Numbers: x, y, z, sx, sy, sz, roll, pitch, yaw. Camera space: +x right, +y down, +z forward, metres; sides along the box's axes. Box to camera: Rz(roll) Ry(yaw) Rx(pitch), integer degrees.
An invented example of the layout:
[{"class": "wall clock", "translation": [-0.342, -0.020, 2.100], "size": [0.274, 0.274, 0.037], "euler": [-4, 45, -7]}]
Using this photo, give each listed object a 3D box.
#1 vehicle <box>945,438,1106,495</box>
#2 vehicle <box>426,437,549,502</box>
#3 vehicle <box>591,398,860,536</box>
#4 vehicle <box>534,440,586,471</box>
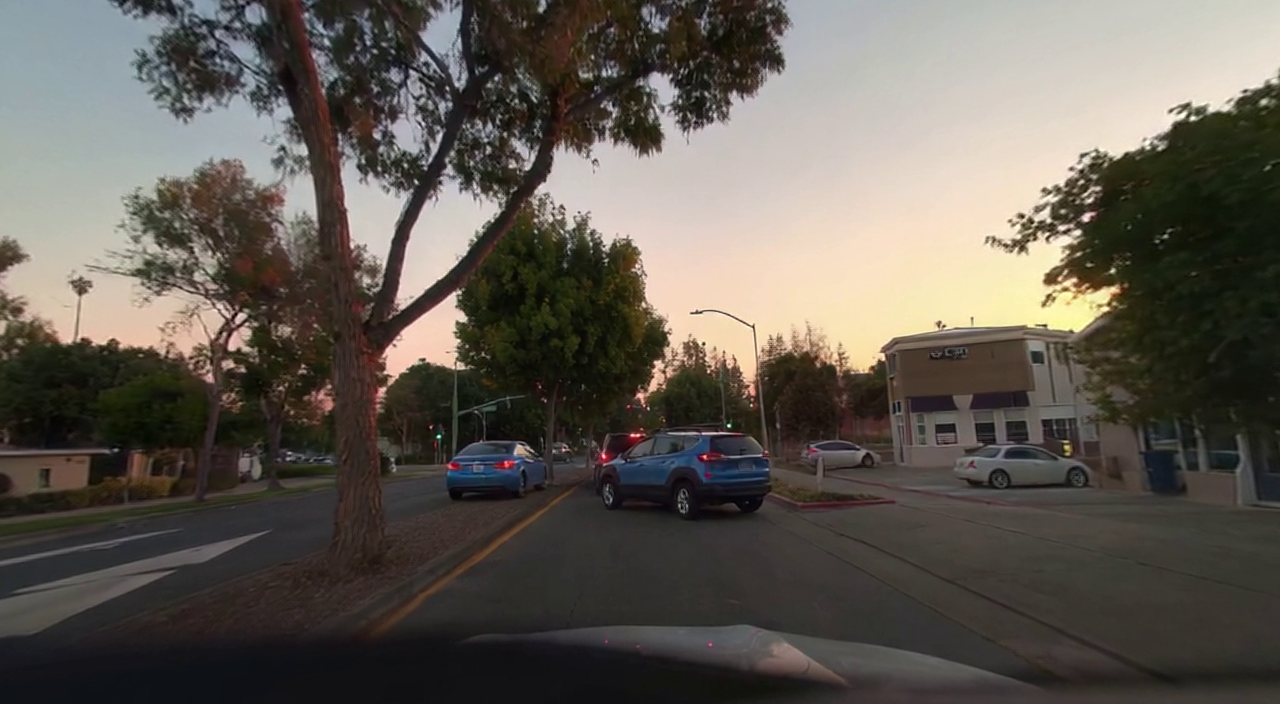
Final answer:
[{"class": "vehicle", "translation": [12.270, 3.640, 20.179], "size": [3.871, 1.525, 1.835], "euler": [-3, -9, 0]}, {"class": "vehicle", "translation": [-3.829, 3.022, 16.634], "size": [2.026, 1.466, 4.282], "euler": [0, -8, 2]}, {"class": "vehicle", "translation": [1.314, 2.004, 11.470], "size": [2.052, 1.955, 4.642], "euler": [7, -11, -39]}, {"class": "vehicle", "translation": [-4.085, 5.354, 32.665], "size": [2.042, 1.470, 4.123], "euler": [0, -8, 1]}]
